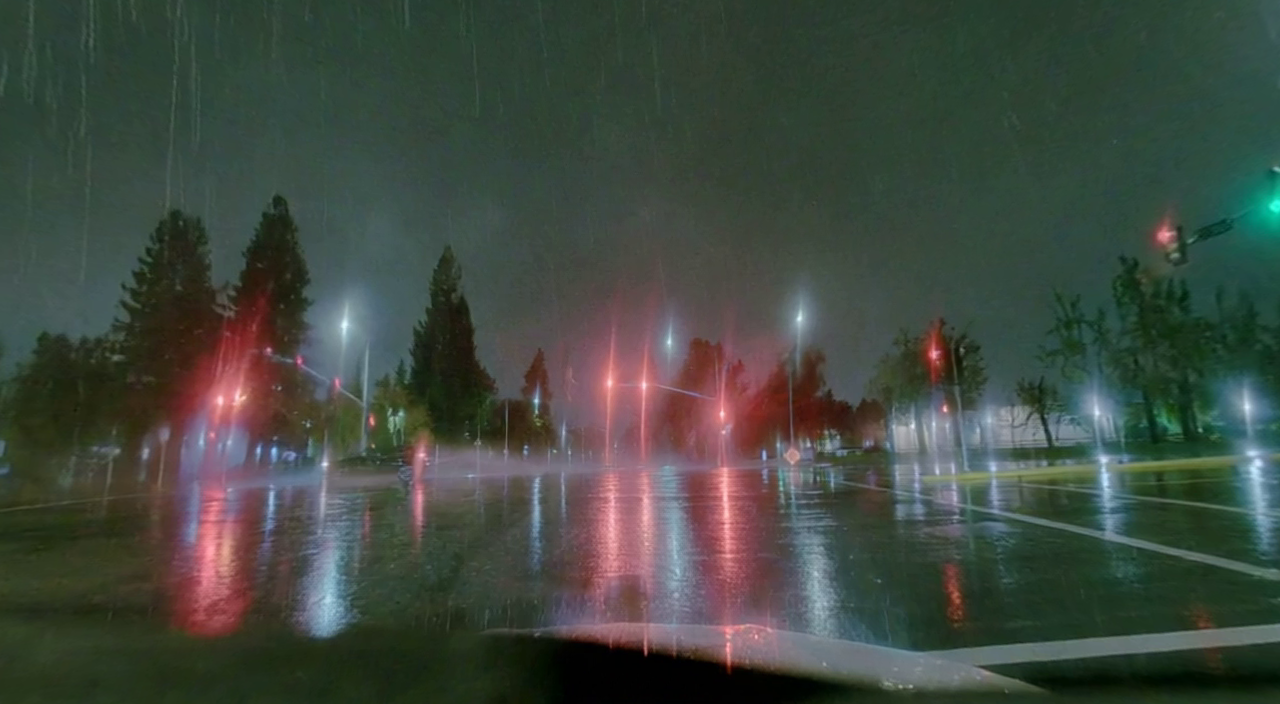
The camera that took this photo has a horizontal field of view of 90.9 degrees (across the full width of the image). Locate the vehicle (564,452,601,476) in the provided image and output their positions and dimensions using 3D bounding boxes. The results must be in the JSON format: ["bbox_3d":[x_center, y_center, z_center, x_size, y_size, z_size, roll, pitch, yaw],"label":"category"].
[{"bbox_3d":[-4.475,8.834,49.824,2.030,1.704,4.205,-1,-8,7],"label":"vehicle"}]

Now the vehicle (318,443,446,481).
[{"bbox_3d":[-13.586,5.809,33.423,5.762,1.886,2.241,0,-8,2],"label":"vehicle"}]
